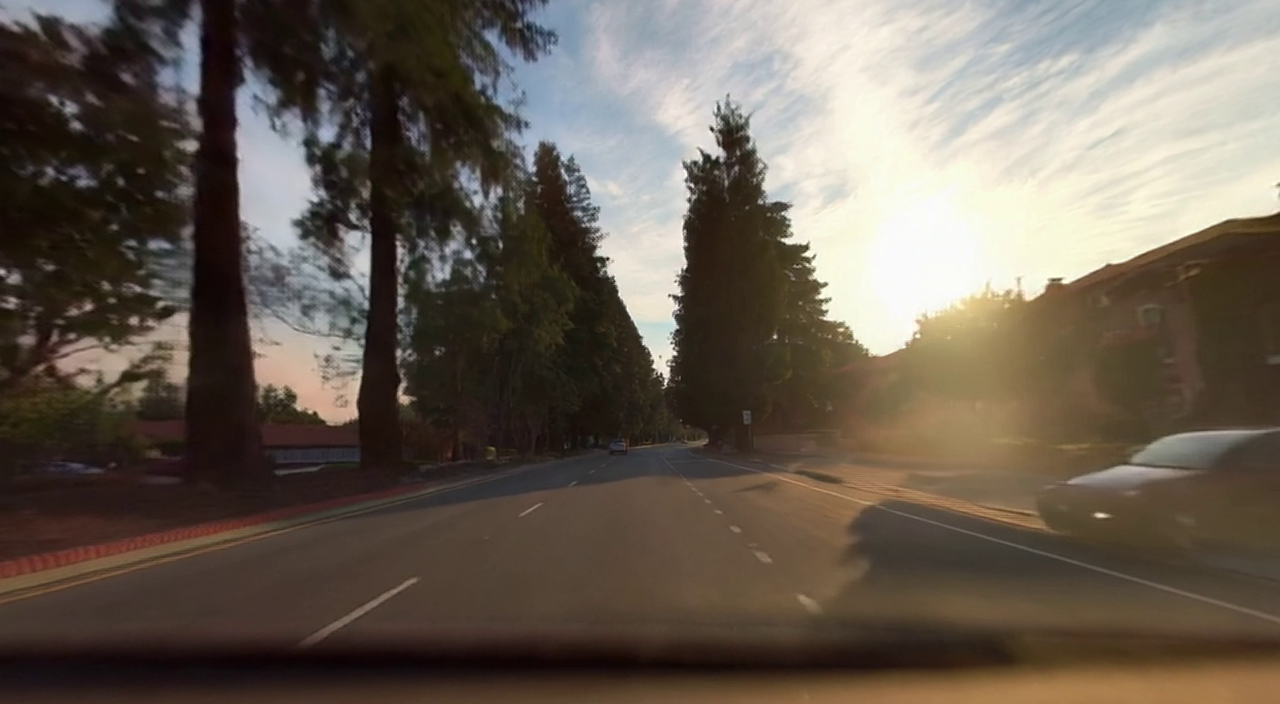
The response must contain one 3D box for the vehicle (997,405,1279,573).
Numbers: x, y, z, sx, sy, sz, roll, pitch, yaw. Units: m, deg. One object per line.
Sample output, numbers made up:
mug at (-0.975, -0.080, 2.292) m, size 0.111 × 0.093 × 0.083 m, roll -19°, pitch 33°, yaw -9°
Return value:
vehicle at (6.617, 1.360, 6.596) m, size 4.575 × 1.514 × 1.932 m, roll -3°, pitch -9°, yaw 15°
